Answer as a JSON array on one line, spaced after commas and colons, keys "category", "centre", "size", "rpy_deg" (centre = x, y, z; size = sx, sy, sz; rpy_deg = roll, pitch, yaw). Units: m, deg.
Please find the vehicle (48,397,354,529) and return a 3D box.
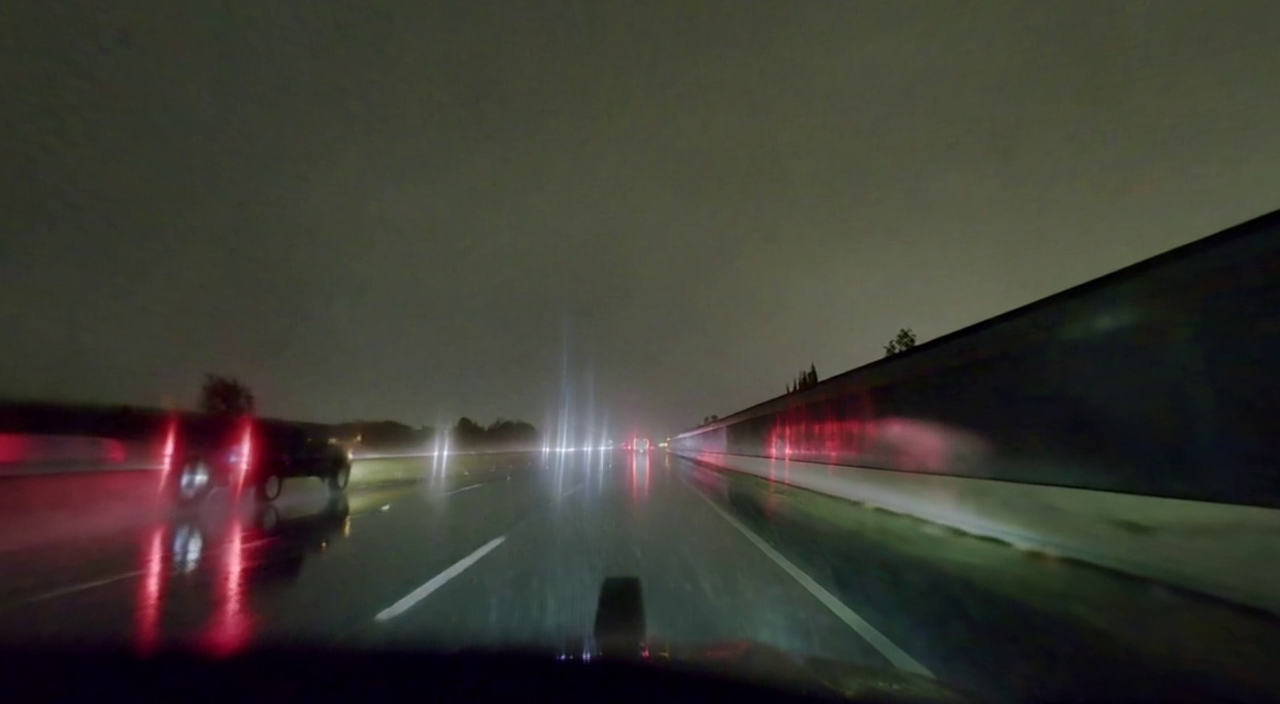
[{"category": "vehicle", "centre": [-7.699, 2.032, 11.935], "size": [2.163, 1.947, 4.959], "rpy_deg": [0, -9, 0]}]
